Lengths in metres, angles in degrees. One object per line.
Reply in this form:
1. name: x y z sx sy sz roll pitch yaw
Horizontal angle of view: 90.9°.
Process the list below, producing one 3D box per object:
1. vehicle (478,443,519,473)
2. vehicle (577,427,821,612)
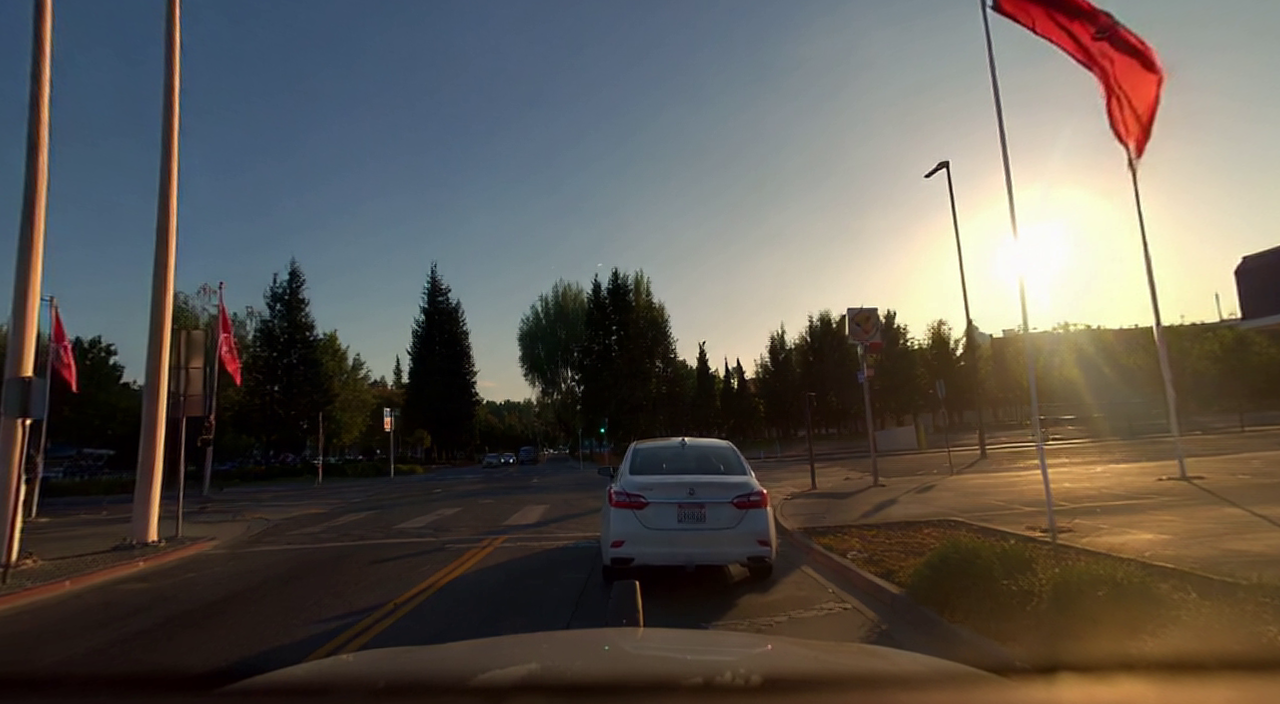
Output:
1. vehicle: -9.986 7.486 44.736 2.212 1.948 4.537 0 -9 -5
2. vehicle: 0.395 1.647 7.012 1.985 1.463 3.647 0 -9 -3
